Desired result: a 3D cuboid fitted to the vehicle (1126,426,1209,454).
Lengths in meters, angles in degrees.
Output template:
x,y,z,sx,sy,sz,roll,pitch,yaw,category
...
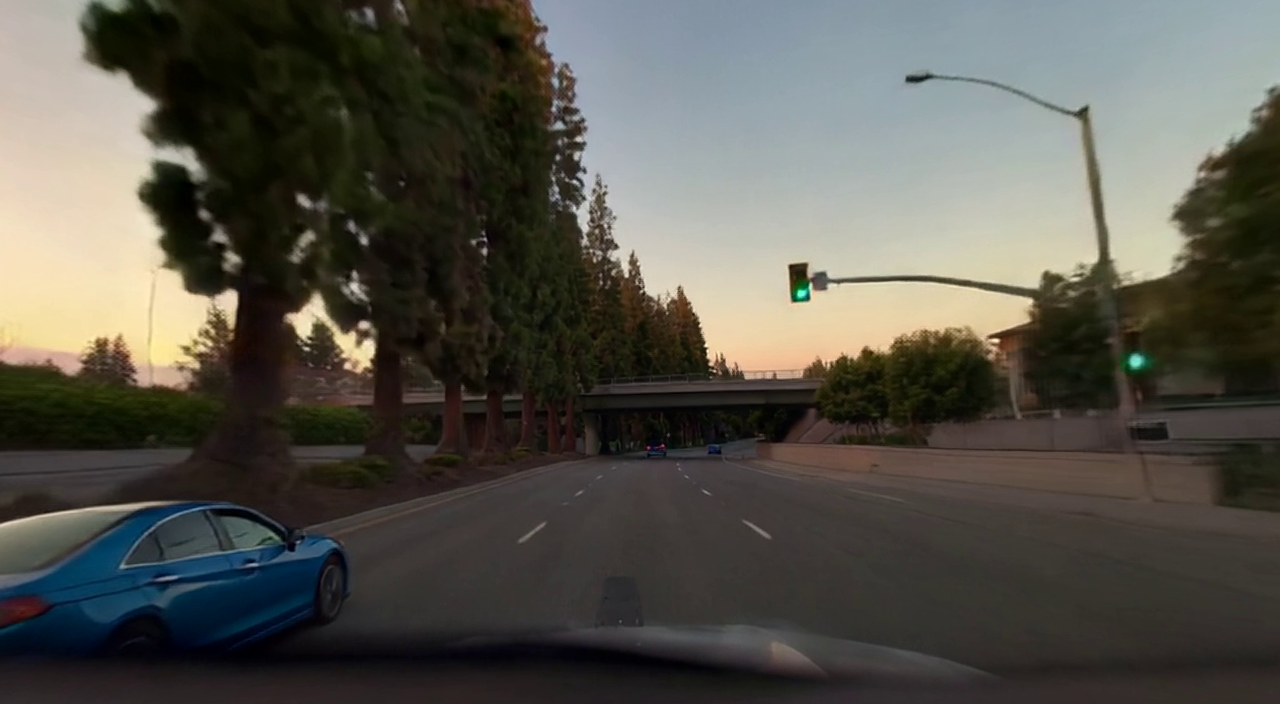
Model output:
x,y,z,sx,sy,sz,roll,pitch,yaw,category
30.749,5.140,36.874,3.366,1.397,1.537,-2,-11,-2,vehicle
